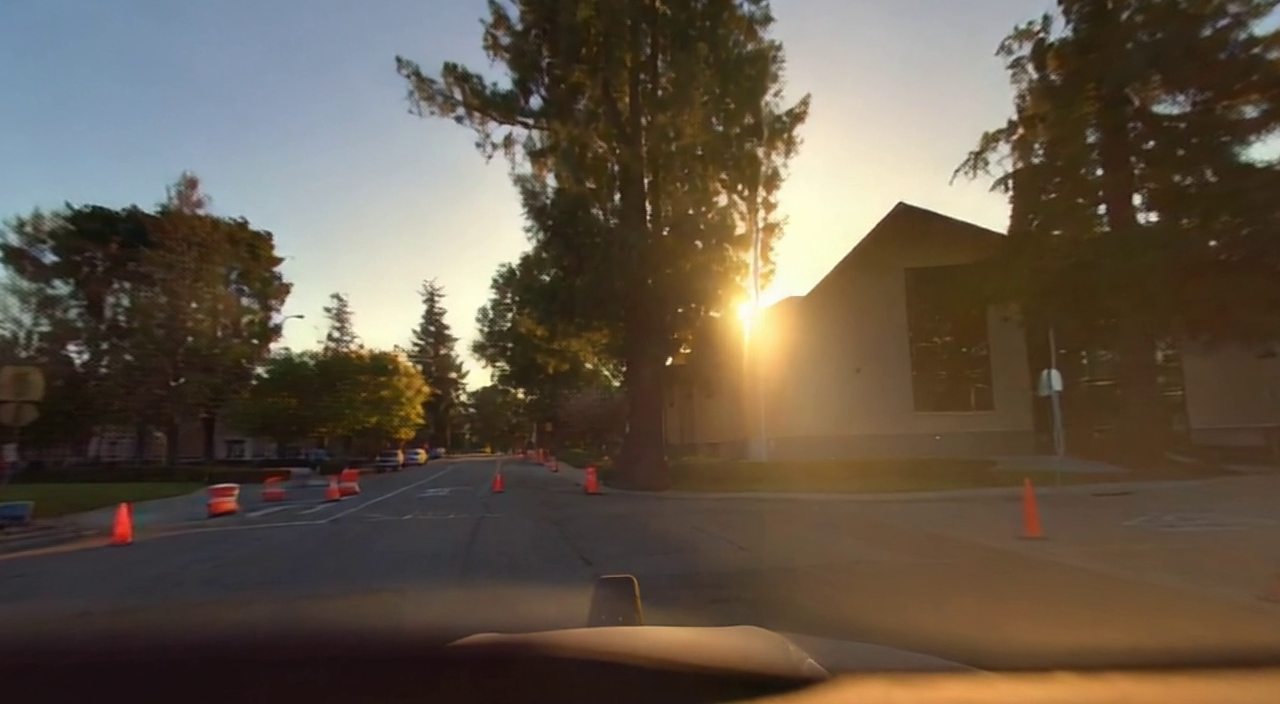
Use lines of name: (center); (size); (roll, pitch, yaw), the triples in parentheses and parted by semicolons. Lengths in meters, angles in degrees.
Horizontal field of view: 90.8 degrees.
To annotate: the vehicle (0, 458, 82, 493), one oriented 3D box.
vehicle: (-28.571, 5.702, 29.507); (1.771, 1.432, 4.363); (2, -9, -13)
